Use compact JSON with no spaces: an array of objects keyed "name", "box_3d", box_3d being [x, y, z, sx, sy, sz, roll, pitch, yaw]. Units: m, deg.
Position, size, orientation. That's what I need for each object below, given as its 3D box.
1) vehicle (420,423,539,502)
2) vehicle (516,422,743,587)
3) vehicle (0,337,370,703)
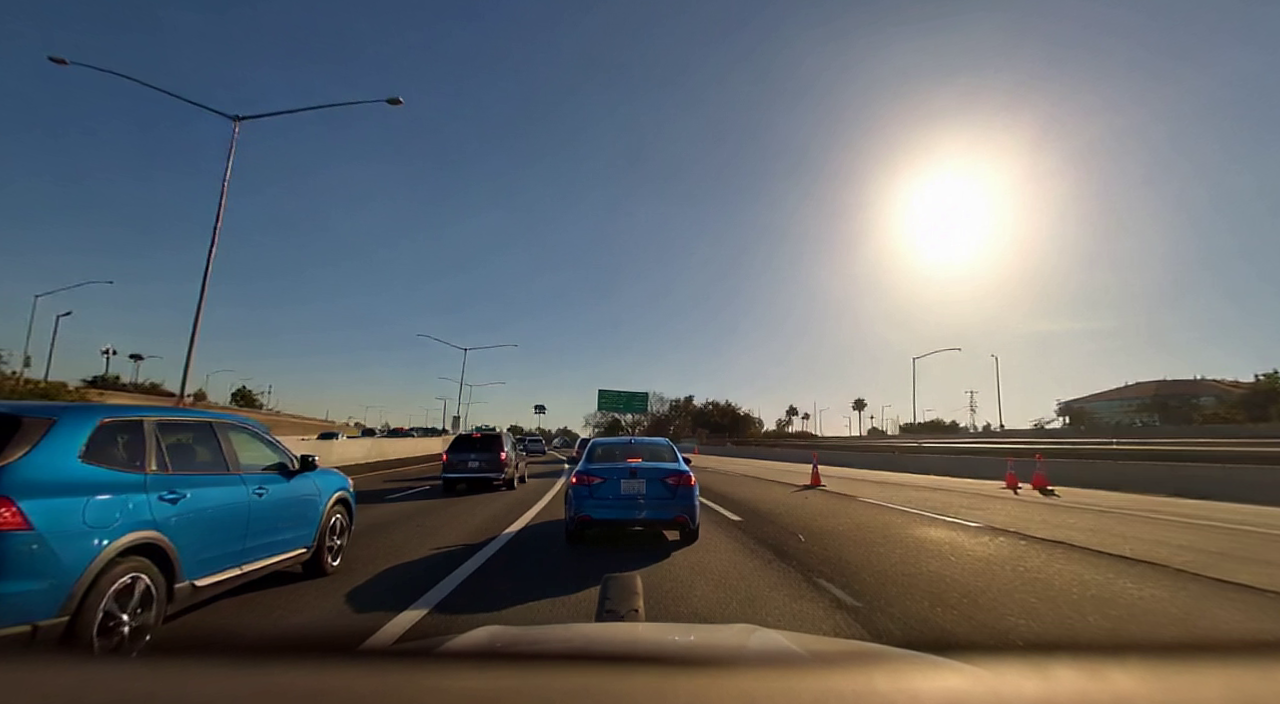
[{"name":"vehicle","box_3d":[-3.912,2.773,16.190,1.982,1.727,4.057,0,-9,-1]},{"name":"vehicle","box_3d":[-0.180,1.687,7.822,2.069,1.484,3.982,0,-9,-3]},{"name":"vehicle","box_3d":[-3.615,1.026,4.028,2.025,1.708,4.089,0,-9,-1]}]
